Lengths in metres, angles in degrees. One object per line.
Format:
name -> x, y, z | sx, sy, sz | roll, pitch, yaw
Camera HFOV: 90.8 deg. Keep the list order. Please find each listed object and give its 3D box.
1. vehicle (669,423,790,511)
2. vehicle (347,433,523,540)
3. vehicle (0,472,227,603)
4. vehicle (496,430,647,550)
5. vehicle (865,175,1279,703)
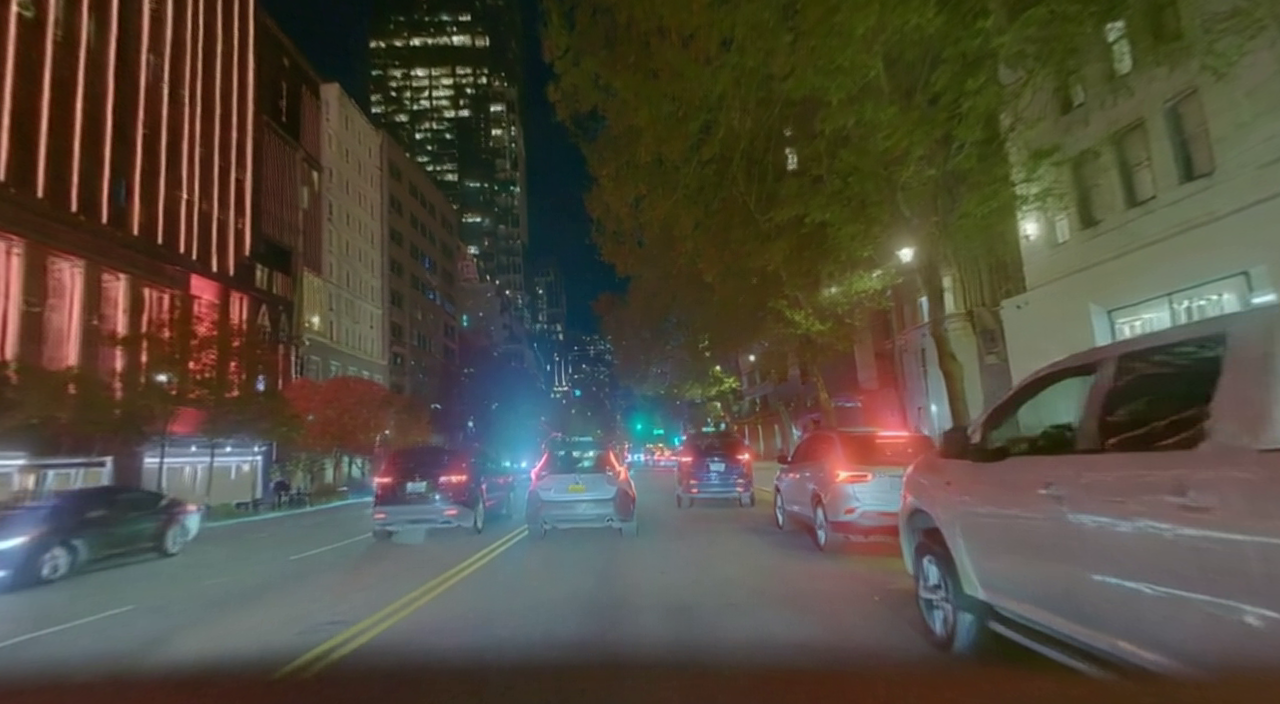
vehicle -> 2.559, 2.963, 16.873 | 2.352, 1.953, 4.798 | -3, -9, 18
vehicle -> -3.941, 2.640, 13.184 | 2.000, 1.818, 4.668 | 0, -8, 2
vehicle -> -9.281, 2.805, 10.282 | 1.976, 1.475, 4.684 | 0, -8, -1
vehicle -> -0.939, 2.241, 10.940 | 2.076, 1.667, 3.948 | 0, -8, 1
vehicle -> 2.972, 0.613, 2.413 | 2.225, 2.070, 5.264 | 0, -8, -1
